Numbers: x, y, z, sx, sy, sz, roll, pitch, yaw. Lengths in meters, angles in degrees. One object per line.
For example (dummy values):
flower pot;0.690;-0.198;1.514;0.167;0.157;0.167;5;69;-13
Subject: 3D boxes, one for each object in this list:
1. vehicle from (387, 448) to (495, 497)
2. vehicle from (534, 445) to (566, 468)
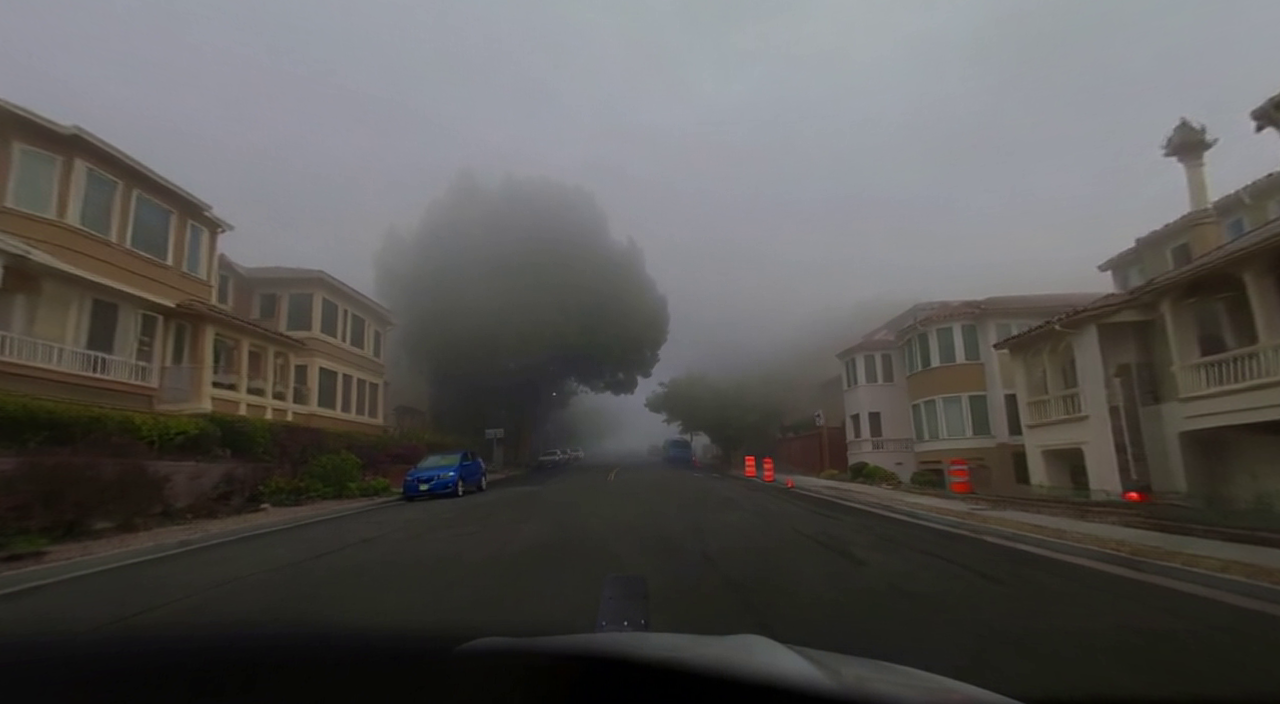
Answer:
vehicle;-6.614;4.030;21.579;2.137;1.481;4.503;0;-9;2
vehicle;-6.919;8.084;48.970;1.957;1.608;4.476;0;-9;-1
